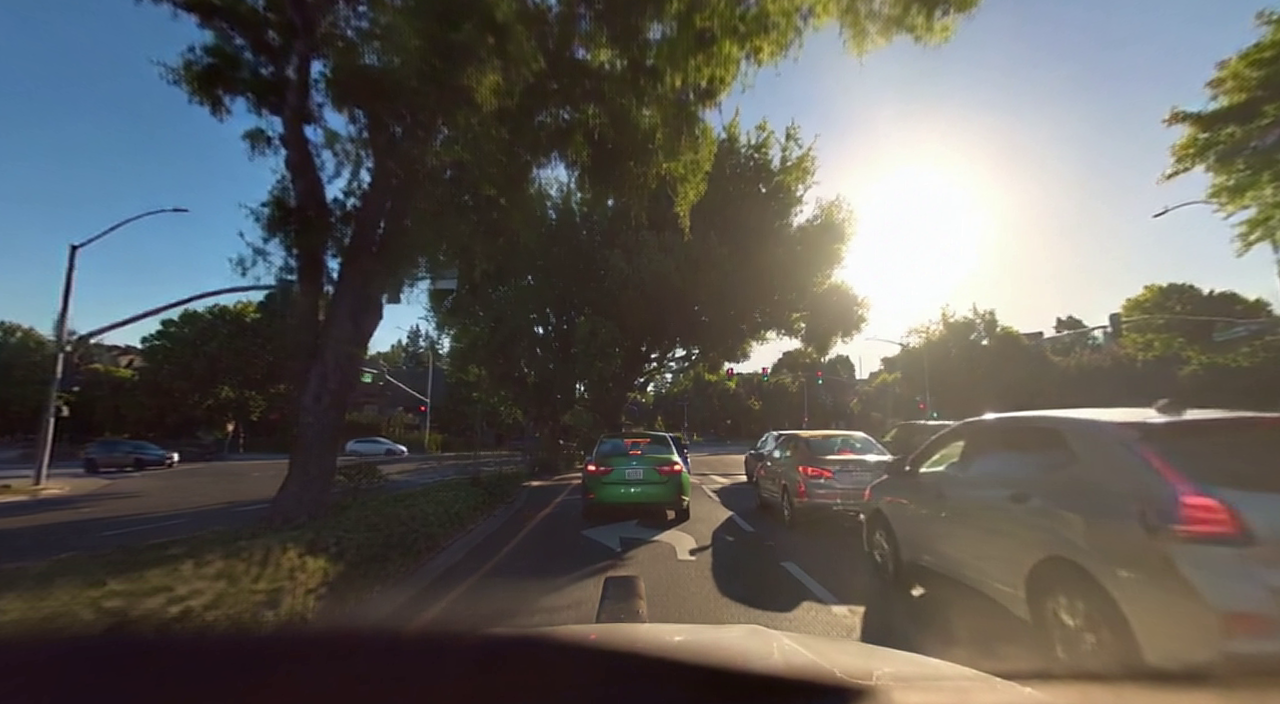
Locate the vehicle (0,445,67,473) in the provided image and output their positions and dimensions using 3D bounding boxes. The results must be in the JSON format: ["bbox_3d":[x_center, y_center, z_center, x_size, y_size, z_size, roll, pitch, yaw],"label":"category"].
[{"bbox_3d":[-35.016,5.937,35.181,4.630,1.441,1.923,-1,-9,8],"label":"vehicle"}]

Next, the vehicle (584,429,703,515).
[{"bbox_3d":[0.086,2.366,12.925,2.026,1.458,4.175,0,-8,1],"label":"vehicle"}]

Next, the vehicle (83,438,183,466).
[{"bbox_3d":[-30.271,5.970,37.793,4.517,1.637,1.935,-1,-9,8],"label":"vehicle"}]

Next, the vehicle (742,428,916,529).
[{"bbox_3d":[3.146,2.197,11.569,1.861,1.479,4.371,0,-8,1],"label":"vehicle"}]

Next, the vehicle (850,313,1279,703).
[{"bbox_3d":[3.418,1.094,4.568,2.111,1.780,4.990,0,-8,1],"label":"vehicle"}]

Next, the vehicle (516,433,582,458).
[{"bbox_3d":[-5.835,6.008,40.523,4.076,1.498,2.175,1,-9,-10],"label":"vehicle"}]

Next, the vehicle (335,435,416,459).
[{"bbox_3d":[-17.948,6.464,43.058,4.670,1.542,1.861,0,-8,1],"label":"vehicle"}]

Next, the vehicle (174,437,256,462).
[{"bbox_3d":[-29.807,6.837,44.367,4.526,1.649,1.920,-1,-9,6],"label":"vehicle"}]
